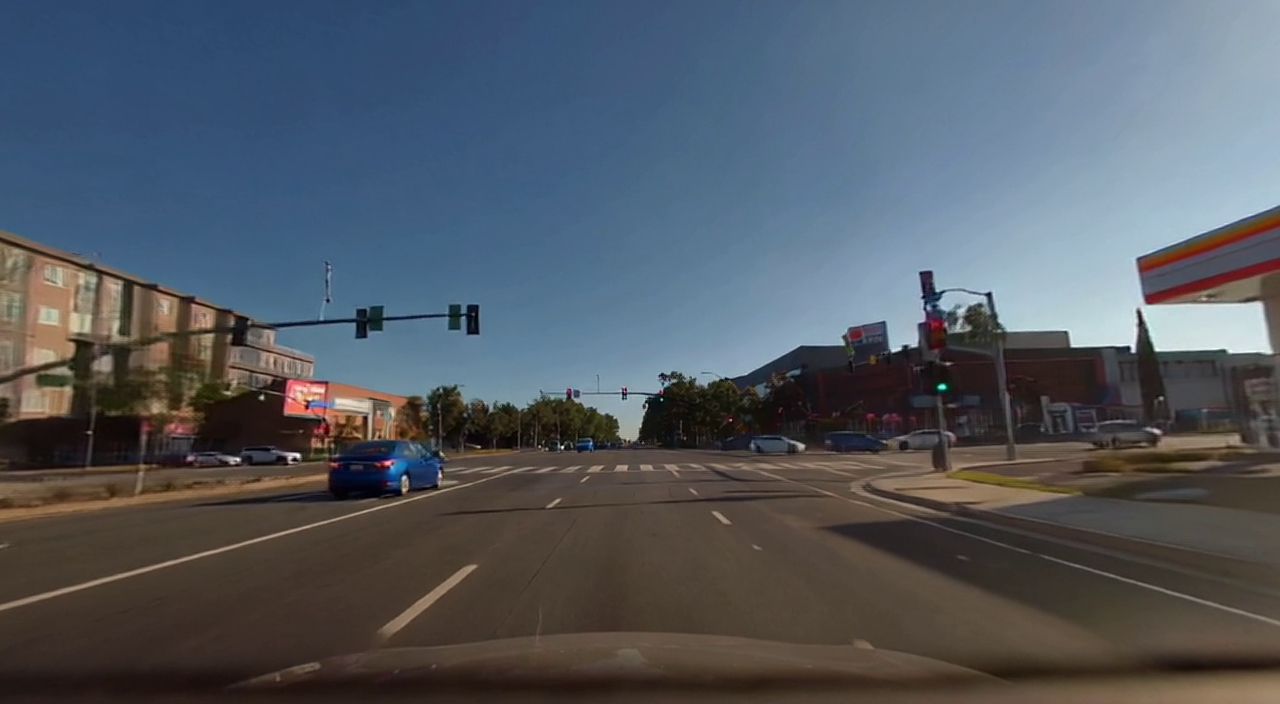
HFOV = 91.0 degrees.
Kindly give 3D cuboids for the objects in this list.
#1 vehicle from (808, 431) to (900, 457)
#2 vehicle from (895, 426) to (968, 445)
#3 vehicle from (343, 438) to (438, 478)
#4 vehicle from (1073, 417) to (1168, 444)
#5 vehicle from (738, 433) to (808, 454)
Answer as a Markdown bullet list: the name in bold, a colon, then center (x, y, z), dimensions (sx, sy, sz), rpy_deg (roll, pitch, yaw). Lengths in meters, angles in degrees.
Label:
- **vehicle**: center (12.856, 5.582, 38.020), dimensions (4.885, 1.503, 1.845), rpy_deg (-1, -8, 3)
- **vehicle**: center (22.716, 6.540, 49.142), dimensions (4.696, 1.483, 1.898), rpy_deg (0, -8, 2)
- **vehicle**: center (-9.975, 4.273, 25.642), dimensions (1.899, 1.460, 4.880), rpy_deg (0, -8, 0)
- **vehicle**: center (33.352, 5.480, 43.775), dimensions (4.864, 1.566, 1.807), rpy_deg (-4, -9, 3)
- **vehicle**: center (9.447, 6.540, 44.907), dimensions (4.647, 1.428, 1.825), rpy_deg (-1, -8, 4)
